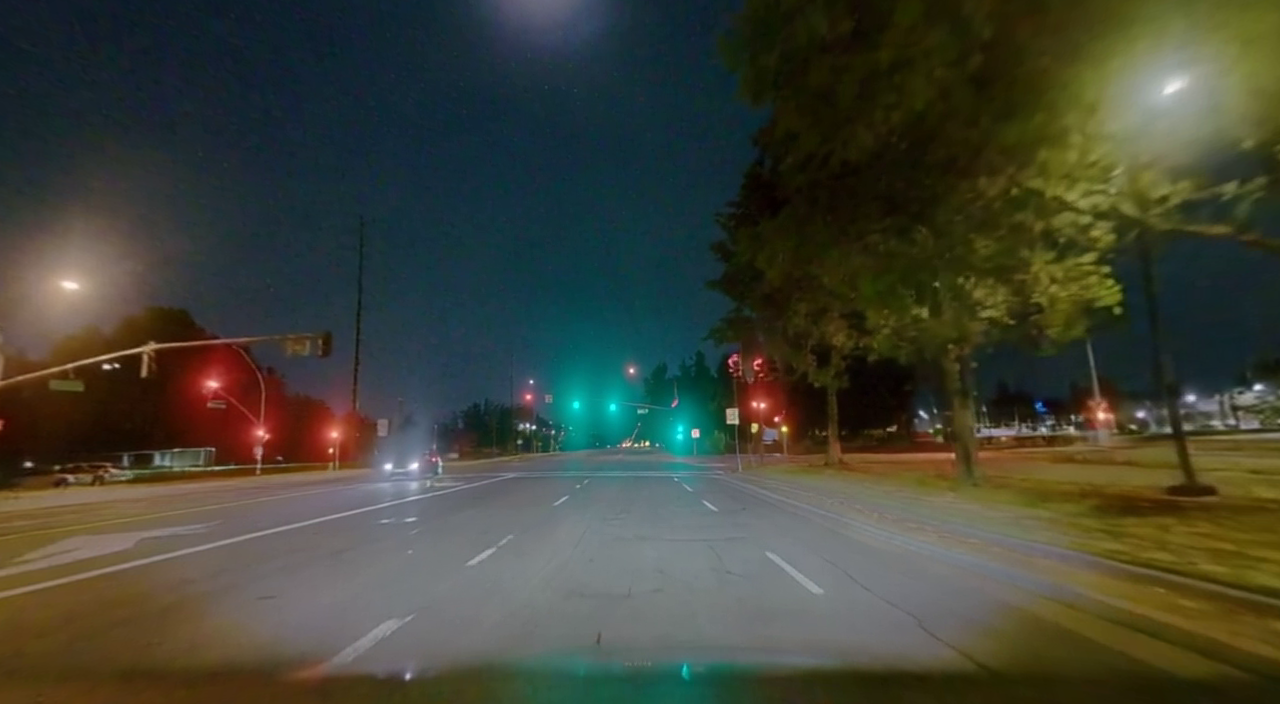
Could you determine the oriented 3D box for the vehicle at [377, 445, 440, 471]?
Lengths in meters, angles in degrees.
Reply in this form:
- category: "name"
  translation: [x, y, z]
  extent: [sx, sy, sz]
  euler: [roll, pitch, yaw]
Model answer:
- category: "vehicle"
  translation: [-16.172, 7.339, 44.033]
  extent: [4.262, 1.733, 2.024]
  euler: [-7, -11, 36]
